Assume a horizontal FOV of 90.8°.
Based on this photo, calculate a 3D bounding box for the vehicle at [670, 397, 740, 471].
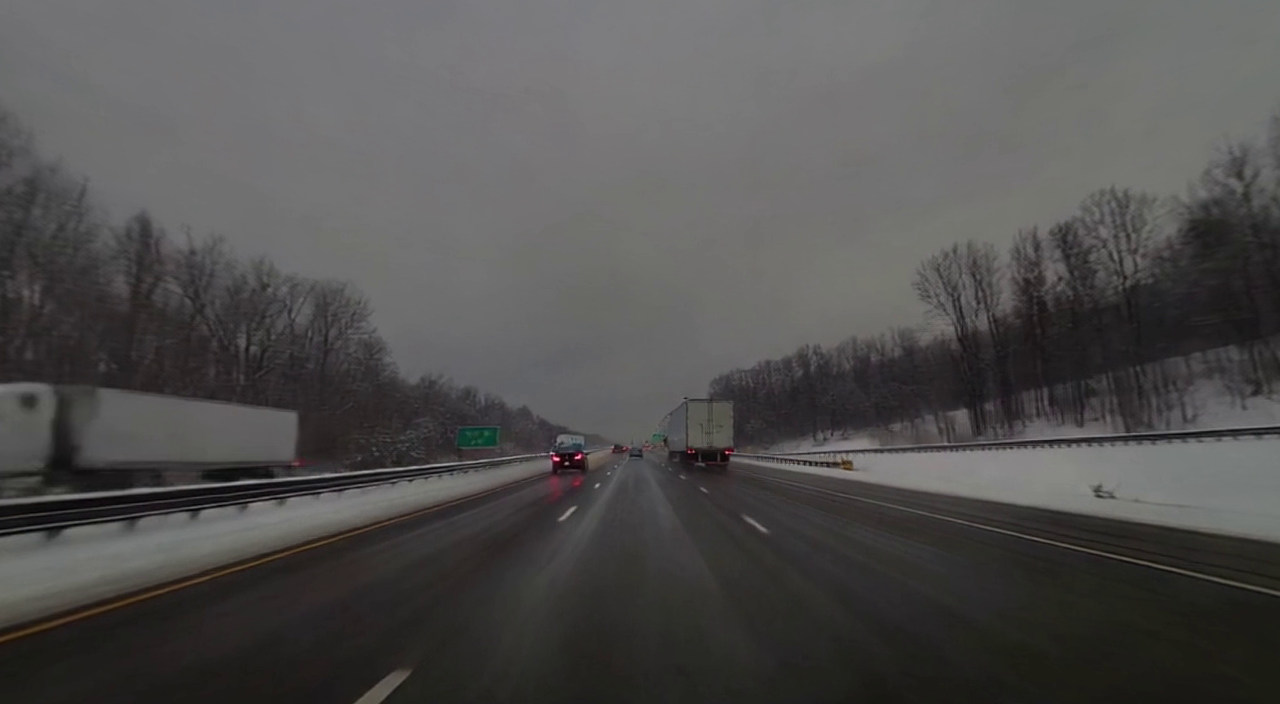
[{"bbox_3d":[3.952,5.669,42.179,2.974,4.083,14.389,0,-9,-1],"label":"vehicle"}]

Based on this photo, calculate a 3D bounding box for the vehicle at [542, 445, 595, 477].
[{"bbox_3d":[-3.488,5.437,31.627,2.121,1.445,4.651,0,-9,-1],"label":"vehicle"}]

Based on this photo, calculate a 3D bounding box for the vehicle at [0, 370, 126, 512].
[{"bbox_3d":[-19.149,2.627,18.442,2.990,3.854,5.965,0,-9,-1],"label":"vehicle"}]

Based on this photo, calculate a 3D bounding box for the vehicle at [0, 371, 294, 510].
[{"bbox_3d":[-19.197,3.607,24.970,2.884,3.905,14.603,0,-9,-1],"label":"vehicle"}]
